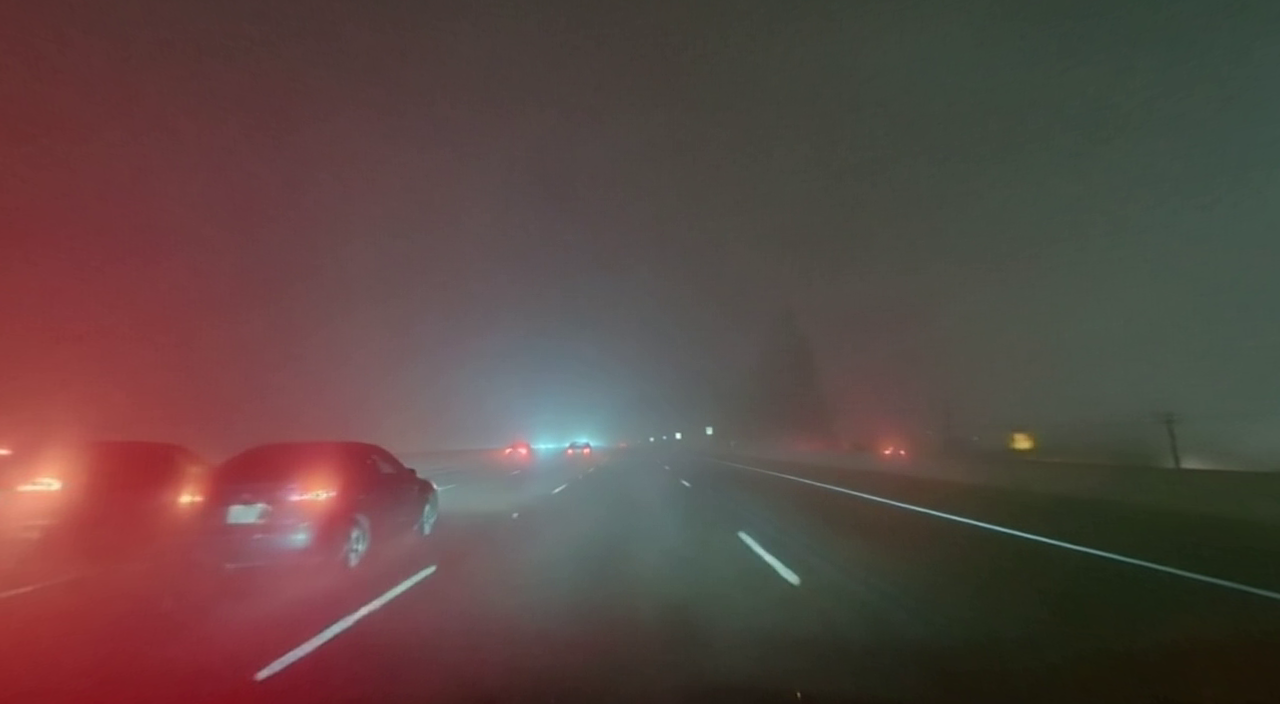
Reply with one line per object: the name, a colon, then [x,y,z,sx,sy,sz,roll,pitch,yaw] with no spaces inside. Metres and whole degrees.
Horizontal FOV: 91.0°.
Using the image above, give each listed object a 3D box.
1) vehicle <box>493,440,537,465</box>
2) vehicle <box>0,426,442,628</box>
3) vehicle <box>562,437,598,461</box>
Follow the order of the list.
vehicle: [-8.074,6.553,41.189,1.924,1.519,4.791,0,-8,0]
vehicle: [-4.024,1.645,7.124,2.044,1.479,4.745,0,-8,0]
vehicle: [-4.422,7.220,46.865,2.200,1.662,5.091,-1,-8,0]
